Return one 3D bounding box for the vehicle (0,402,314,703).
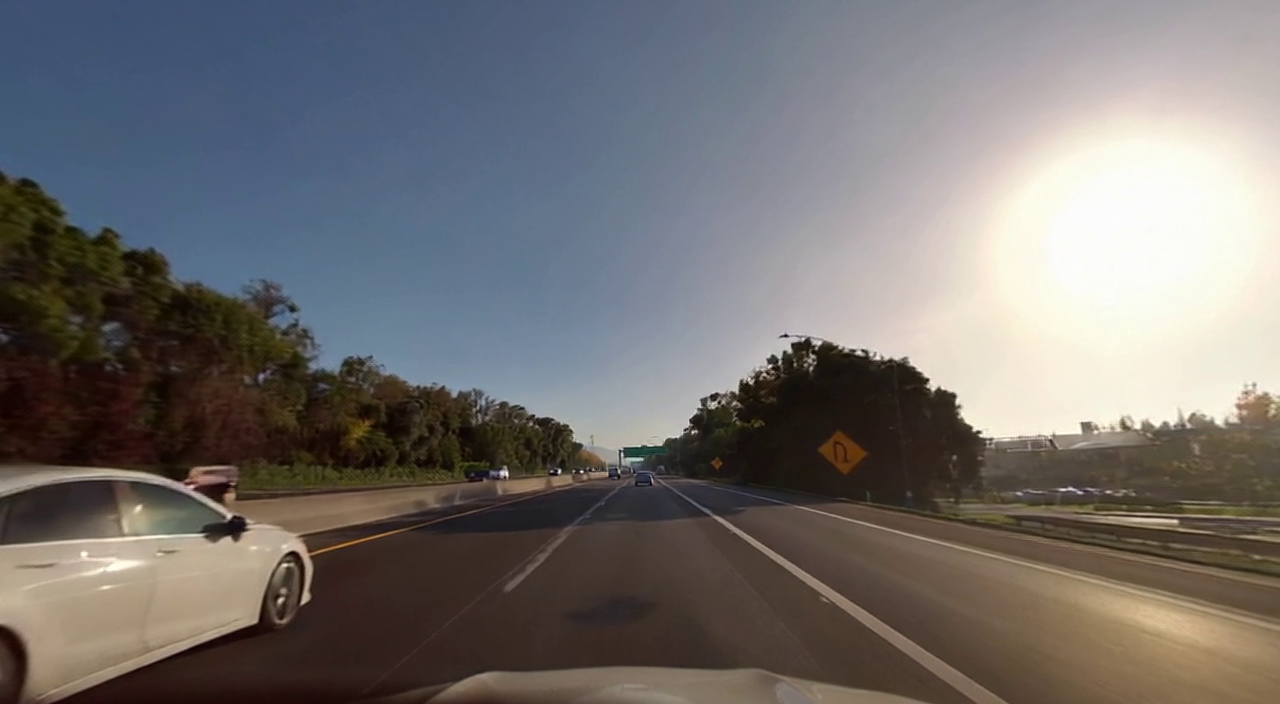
[{"bbox_3d":[-3.893,1.080,3.392,2.041,1.508,4.075,1,-11,0],"label":"vehicle"}]
